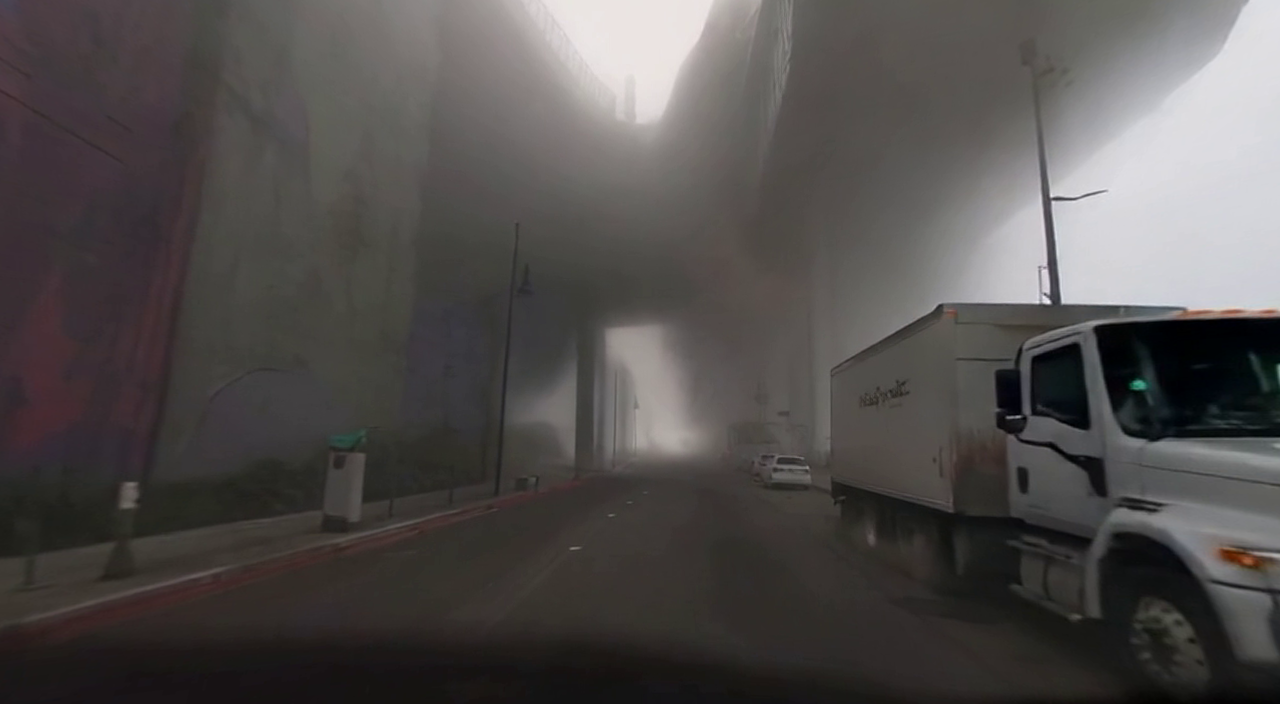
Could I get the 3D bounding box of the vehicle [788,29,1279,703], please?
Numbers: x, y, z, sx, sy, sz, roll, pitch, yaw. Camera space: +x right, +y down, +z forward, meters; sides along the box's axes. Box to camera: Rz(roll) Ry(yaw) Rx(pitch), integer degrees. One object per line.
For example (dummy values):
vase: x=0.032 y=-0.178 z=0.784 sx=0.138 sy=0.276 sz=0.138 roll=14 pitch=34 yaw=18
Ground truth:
vehicle: x=4.227 y=0.660 z=8.103 sx=2.849 sy=3.893 sz=9.347 roll=-1 pitch=-8 yaw=4
